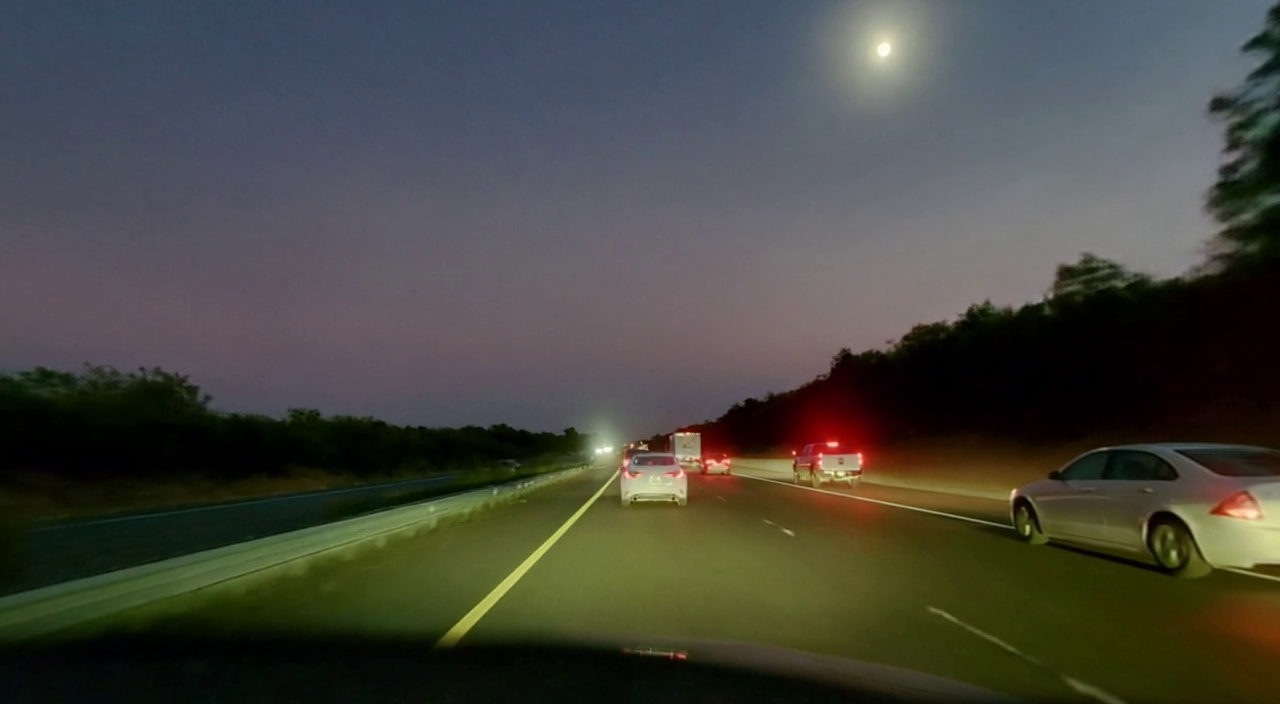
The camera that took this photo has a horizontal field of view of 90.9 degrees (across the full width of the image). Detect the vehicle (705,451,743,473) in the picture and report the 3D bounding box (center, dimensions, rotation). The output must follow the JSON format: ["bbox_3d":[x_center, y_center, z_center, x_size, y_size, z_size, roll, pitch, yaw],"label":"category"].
[{"bbox_3d":[5.945,7.827,45.101,1.921,1.451,3.841,0,-9,-3],"label":"vehicle"}]

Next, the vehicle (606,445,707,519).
[{"bbox_3d":[0.299,2.986,14.952,2.076,1.485,3.774,0,-9,-1],"label":"vehicle"}]

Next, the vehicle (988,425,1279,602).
[{"bbox_3d":[6.293,1.695,7.450,1.965,1.484,4.090,0,-9,0],"label":"vehicle"}]

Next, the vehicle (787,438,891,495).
[{"bbox_3d":[6.505,3.788,21.161,1.980,1.702,4.235,0,-9,-2],"label":"vehicle"}]
